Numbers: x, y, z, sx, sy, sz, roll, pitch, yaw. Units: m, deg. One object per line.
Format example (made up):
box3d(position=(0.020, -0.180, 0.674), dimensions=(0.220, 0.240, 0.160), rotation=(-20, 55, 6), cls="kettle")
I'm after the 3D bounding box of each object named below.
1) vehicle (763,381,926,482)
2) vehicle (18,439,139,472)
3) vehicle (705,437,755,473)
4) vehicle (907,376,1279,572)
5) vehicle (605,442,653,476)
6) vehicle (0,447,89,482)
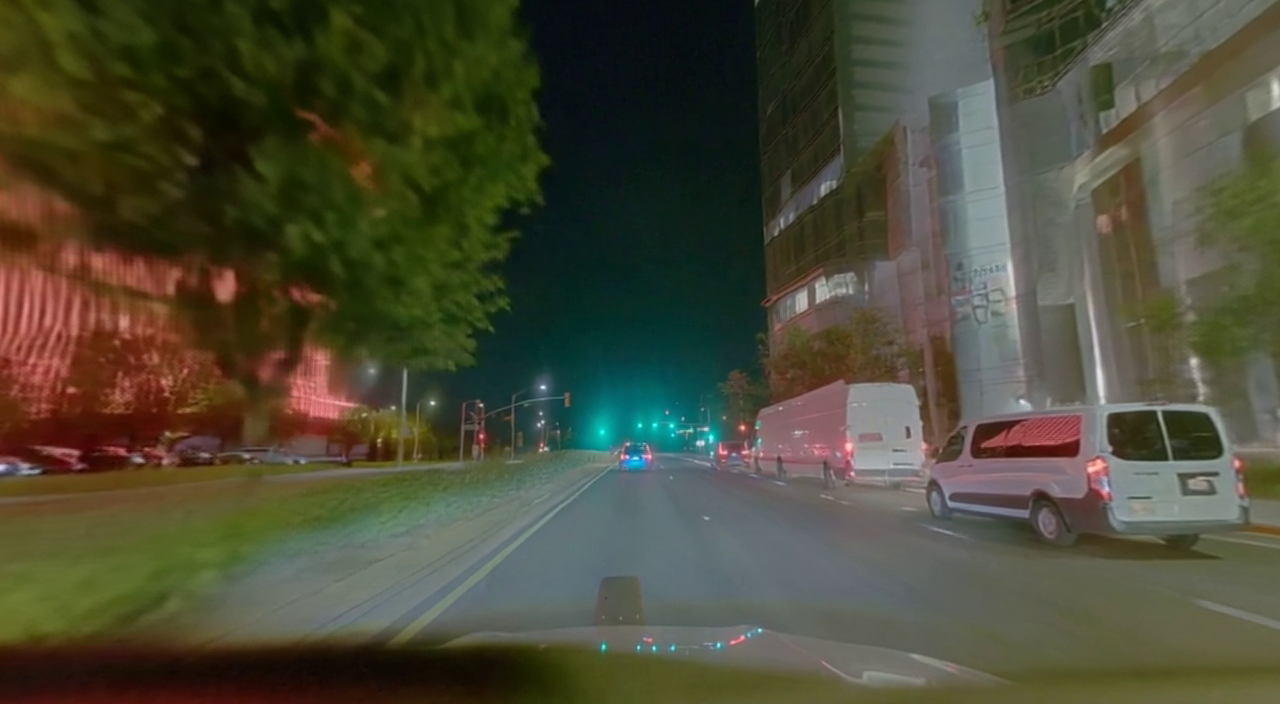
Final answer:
box3d(position=(10.001, 4.447, 34.234), dimensions=(2.960, 4.109, 16.764), rotation=(0, -8, -1), cls="vehicle")
box3d(position=(-29.480, 5.437, 33.286), dimensions=(4.377, 1.665, 2.129), rotation=(-1, -8, 3), cls="vehicle")
box3d(position=(4.525, 5.255, 32.341), dimensions=(2.047, 1.711, 4.265), rotation=(0, -8, 1), cls="vehicle")
box3d(position=(6.691, 1.734, 9.752), dimensions=(2.573, 2.127, 5.568), rotation=(0, -8, -1), cls="vehicle")
box3d(position=(-0.529, 4.960, 29.500), dimensions=(2.095, 1.456, 3.873), rotation=(0, -8, -1), cls="vehicle")
box3d(position=(-29.928, 5.438, 30.584), dimensions=(4.496, 1.599, 2.090), rotation=(0, -8, 1), cls="vehicle")
